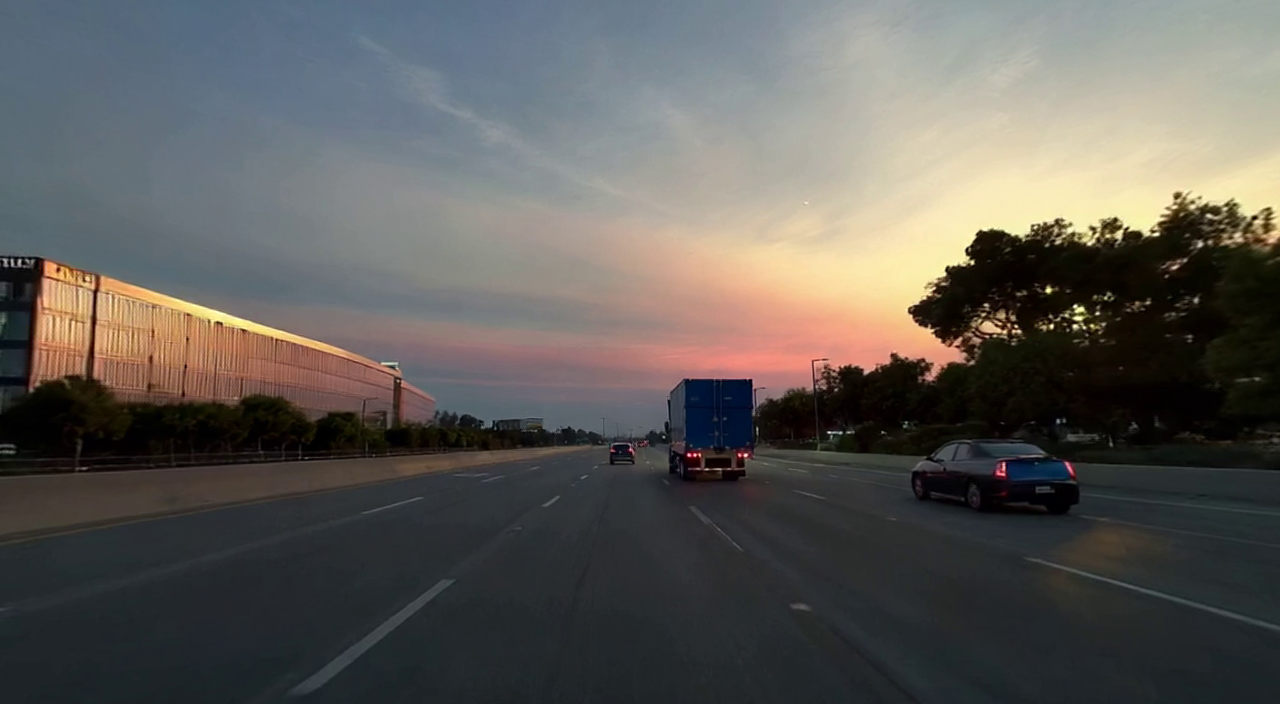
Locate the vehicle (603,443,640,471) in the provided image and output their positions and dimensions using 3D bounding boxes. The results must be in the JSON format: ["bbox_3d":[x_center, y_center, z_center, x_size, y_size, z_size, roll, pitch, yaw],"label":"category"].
[{"bbox_3d":[-0.979,5.758,34.784,1.929,1.395,3.999,0,-9,-1],"label":"vehicle"}]

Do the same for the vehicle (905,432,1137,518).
[{"bbox_3d":[7.764,2.537,13.580,2.105,1.494,4.537,0,-9,0],"label":"vehicle"}]

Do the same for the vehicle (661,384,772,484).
[{"bbox_3d":[2.746,3.538,26.646,2.934,3.325,10.986,0,-9,-2],"label":"vehicle"}]
